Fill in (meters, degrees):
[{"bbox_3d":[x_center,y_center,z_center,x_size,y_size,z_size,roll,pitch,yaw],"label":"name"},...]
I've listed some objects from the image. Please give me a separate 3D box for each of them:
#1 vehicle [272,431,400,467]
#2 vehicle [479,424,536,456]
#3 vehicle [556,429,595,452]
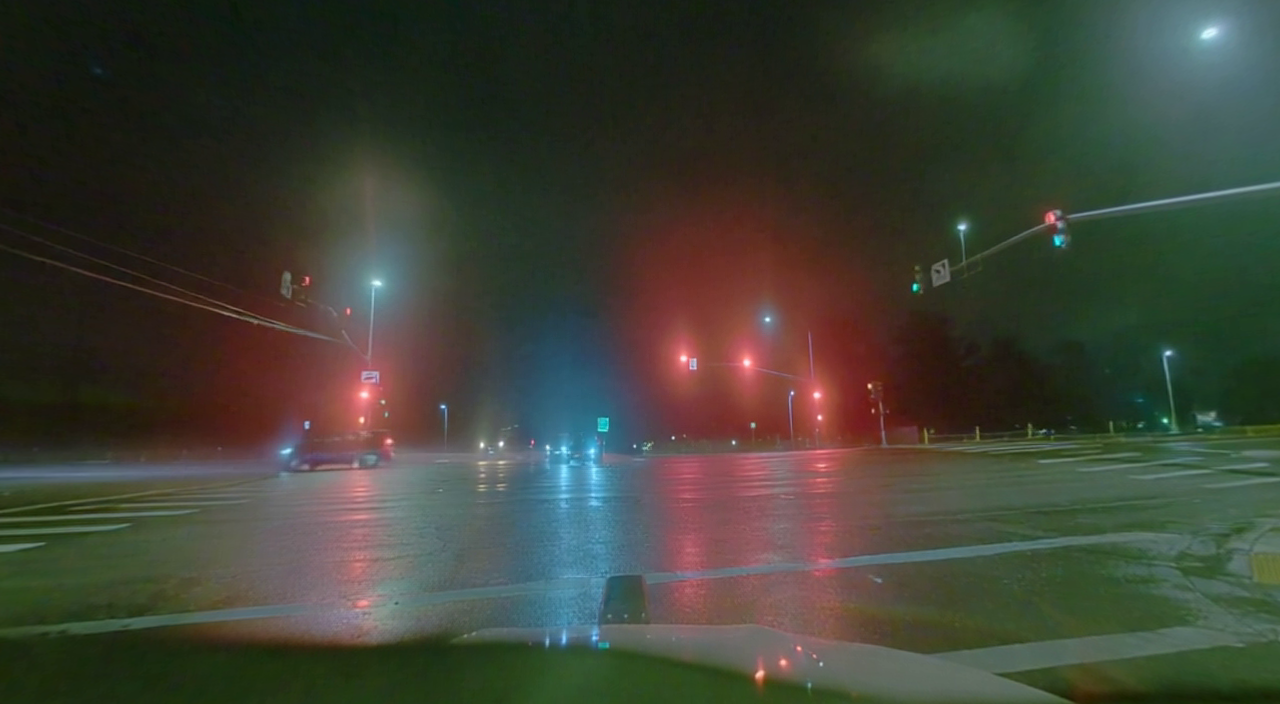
[{"bbox_3d":[-12.863,4.139,26.943,4.510,1.431,1.884,1,-9,-10],"label":"vehicle"},{"bbox_3d":[-8.368,5.664,40.376,2.000,1.864,5.044,-1,-9,7],"label":"vehicle"},{"bbox_3d":[-4.402,6.168,43.767,1.919,1.467,4.086,-1,-9,5],"label":"vehicle"}]
